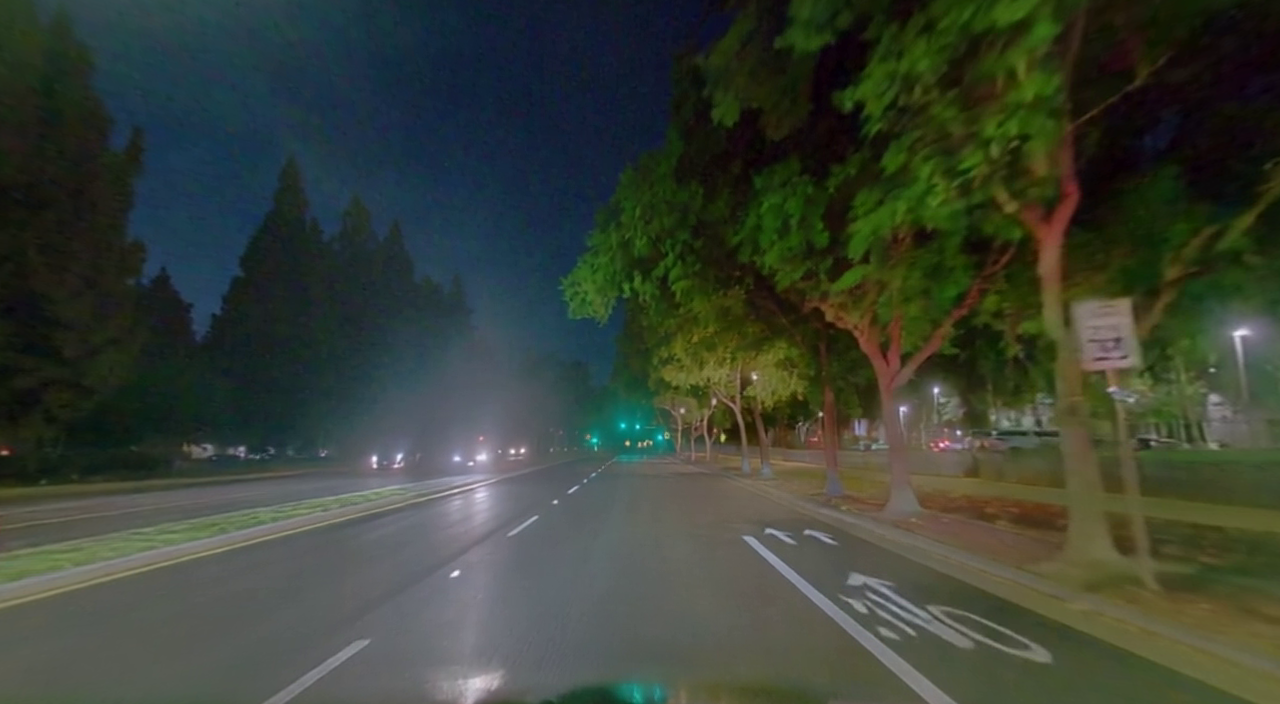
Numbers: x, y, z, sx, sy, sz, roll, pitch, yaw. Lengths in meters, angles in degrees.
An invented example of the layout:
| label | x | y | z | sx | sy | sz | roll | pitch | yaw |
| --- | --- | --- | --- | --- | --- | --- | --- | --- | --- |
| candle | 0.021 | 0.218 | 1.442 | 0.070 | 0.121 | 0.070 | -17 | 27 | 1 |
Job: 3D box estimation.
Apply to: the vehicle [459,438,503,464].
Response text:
| label | x | y | z | sx | sy | sz | roll | pitch | yaw |
| --- | --- | --- | --- | --- | --- | --- | --- | --- | --- |
| vehicle | -12.003 | 7.499 | 47.828 | 2.146 | 1.847 | 4.437 | 0 | -9 | 1 |

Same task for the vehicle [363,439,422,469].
| label | x | y | z | sx | sy | sz | roll | pitch | yaw |
| --- | --- | --- | --- | --- | --- | --- | --- | --- | --- |
| vehicle | -15.375 | 6.340 | 39.327 | 1.938 | 1.775 | 4.137 | 0 | -9 | 0 |

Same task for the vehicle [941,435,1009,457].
| label | x | y | z | sx | sy | sz | roll | pitch | yaw |
| --- | --- | --- | --- | --- | --- | --- | --- | --- | --- |
| vehicle | 25.178 | 7.053 | 47.382 | 3.936 | 1.595 | 2.040 | 0 | -8 | 0 |
